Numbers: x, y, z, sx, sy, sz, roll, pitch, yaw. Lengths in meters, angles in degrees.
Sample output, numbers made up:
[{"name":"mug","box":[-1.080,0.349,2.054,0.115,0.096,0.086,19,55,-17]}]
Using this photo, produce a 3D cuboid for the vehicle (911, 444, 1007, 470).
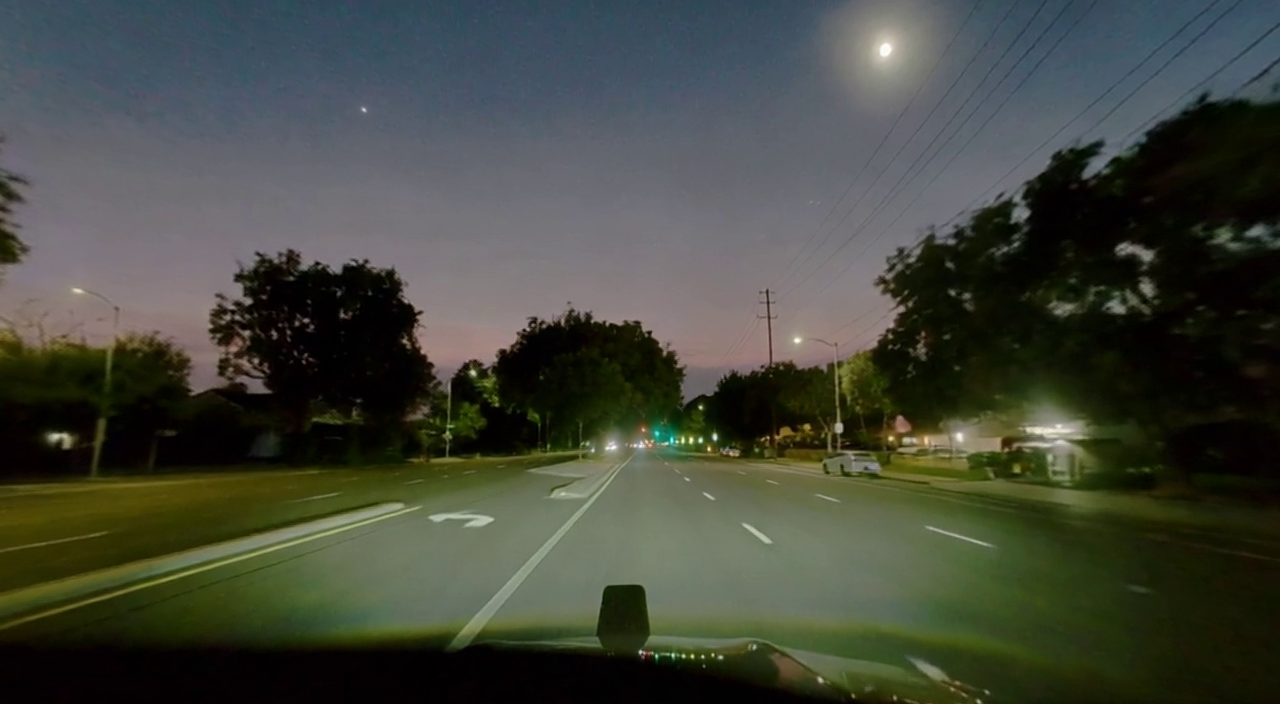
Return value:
[{"name":"vehicle","box":[19.958,6.578,39.591,4.897,1.608,2.005,0,-8,1]}]

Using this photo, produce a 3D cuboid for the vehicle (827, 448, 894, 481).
[{"name":"vehicle","box":[11.710,5.950,33.771,1.929,1.489,4.777,4,-8,1]}]

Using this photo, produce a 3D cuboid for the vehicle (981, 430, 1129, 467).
[{"name":"vehicle","box":[22.919,5.385,35.101,6.075,1.933,3.018,0,-8,1]}]
